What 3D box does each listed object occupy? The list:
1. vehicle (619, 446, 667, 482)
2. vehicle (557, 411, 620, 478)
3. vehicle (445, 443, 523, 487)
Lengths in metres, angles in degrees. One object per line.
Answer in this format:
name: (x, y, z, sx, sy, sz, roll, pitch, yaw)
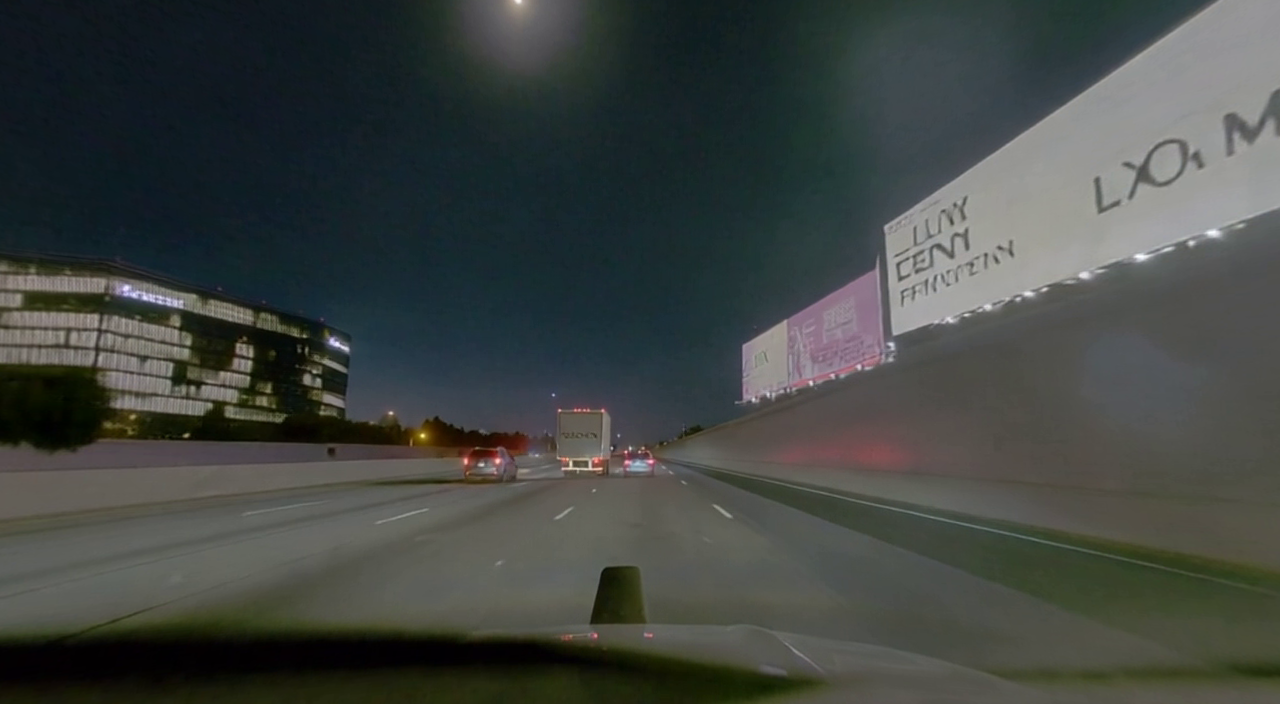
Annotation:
vehicle: (0.138, 5.289, 30.097, 2.168, 1.597, 3.615, 0, -9, 1)
vehicle: (-2.781, 5.435, 36.899, 2.794, 3.460, 8.595, 0, -9, 1)
vehicle: (-6.521, 4.775, 26.918, 2.124, 1.674, 4.541, 0, -9, 0)
